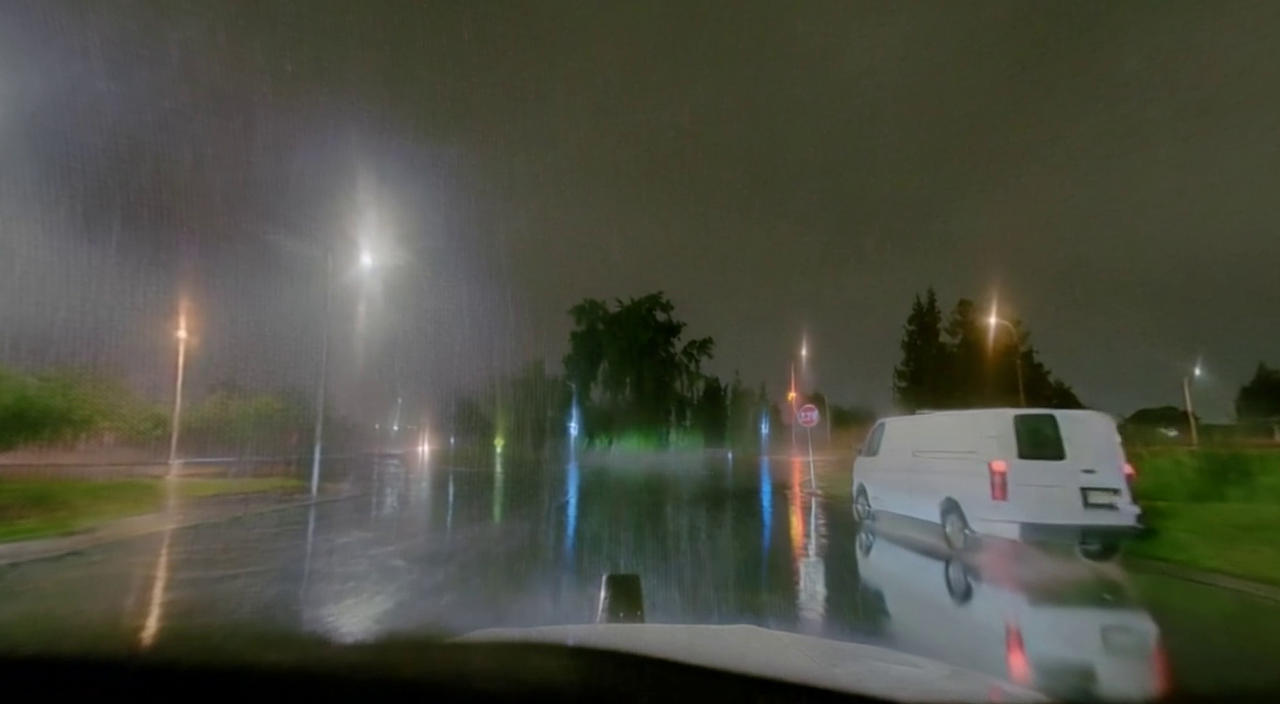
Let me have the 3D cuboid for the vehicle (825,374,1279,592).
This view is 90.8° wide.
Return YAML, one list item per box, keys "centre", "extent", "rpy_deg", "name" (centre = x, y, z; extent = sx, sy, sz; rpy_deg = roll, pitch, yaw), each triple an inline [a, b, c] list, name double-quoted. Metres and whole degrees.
- centre: [5.235, 1.798, 9.680]
  extent: [2.659, 2.245, 5.991]
  rpy_deg: [0, -8, -3]
  name: "vehicle"
